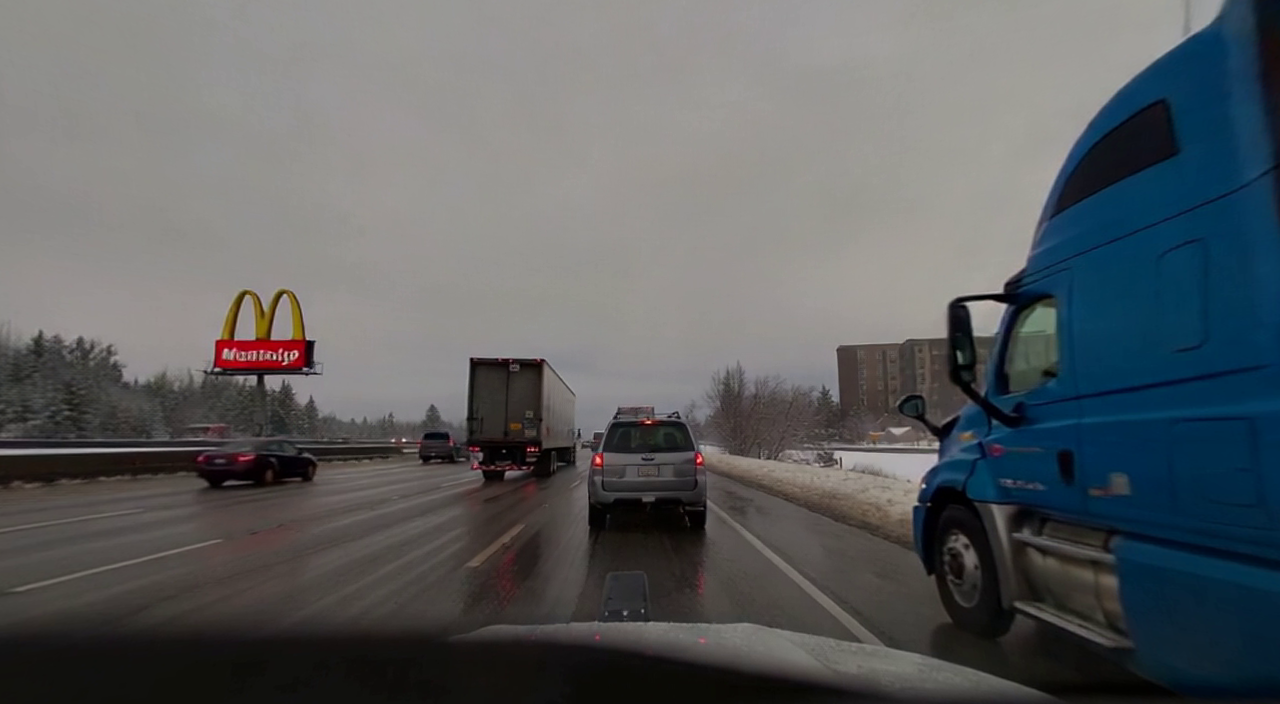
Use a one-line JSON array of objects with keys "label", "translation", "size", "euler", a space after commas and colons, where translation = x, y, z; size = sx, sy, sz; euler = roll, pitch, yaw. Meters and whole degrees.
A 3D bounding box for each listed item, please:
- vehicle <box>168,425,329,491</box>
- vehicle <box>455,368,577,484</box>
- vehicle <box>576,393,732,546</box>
[{"label": "vehicle", "translation": [-11.468, 3.143, 18.977], "size": [1.915, 1.710, 4.670], "euler": [0, -9, -1]}, {"label": "vehicle", "translation": [-4.177, 2.861, 23.442], "size": [2.814, 3.513, 8.529], "euler": [0, -9, 0]}, {"label": "vehicle", "translation": [0.112, 1.773, 10.001], "size": [1.947, 1.910, 4.040], "euler": [0, -9, -2]}]
